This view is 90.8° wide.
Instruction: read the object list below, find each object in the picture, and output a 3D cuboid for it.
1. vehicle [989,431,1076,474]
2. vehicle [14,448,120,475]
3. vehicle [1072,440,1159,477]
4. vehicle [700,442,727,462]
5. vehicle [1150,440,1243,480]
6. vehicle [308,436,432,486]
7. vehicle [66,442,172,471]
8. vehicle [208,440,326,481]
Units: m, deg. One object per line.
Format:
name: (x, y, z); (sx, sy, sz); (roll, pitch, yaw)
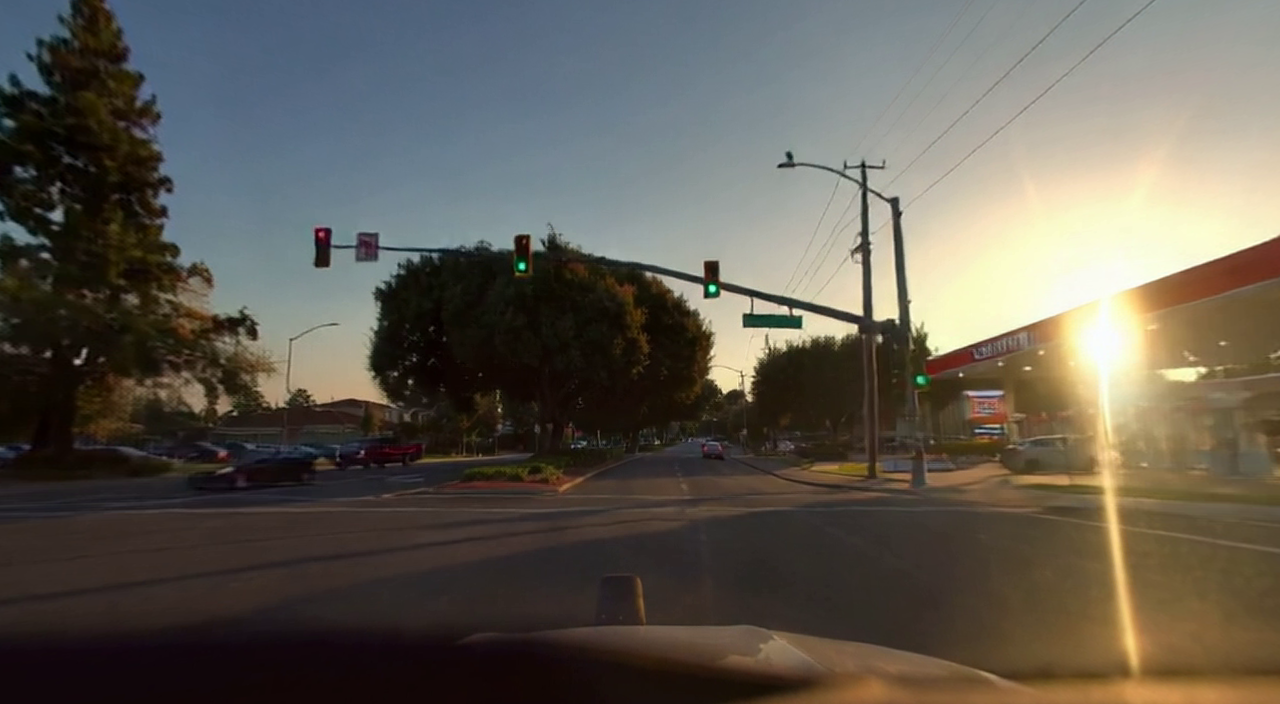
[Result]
vehicle: (17.908, 4.566, 28.731); (4.601, 1.766, 2.015); (7, -13, -42)
vehicle: (-32.542, 6.218, 35.943); (4.233, 1.434, 1.961); (-1, -9, 4)
vehicle: (20.235, 4.595, 26.811); (4.553, 1.371, 2.019); (11, -17, -42)
vehicle: (5.724, 7.869, 49.657); (1.908, 1.492, 3.977); (-1, -9, 3)
vehicle: (22.048, 4.222, 24.977); (4.329, 1.461, 1.873); (6, -11, -38)
vehicle: (-9.004, 3.674, 21.592); (2.023, 1.498, 4.605); (-1, -9, 3)
vehicle: (-32.094, 6.437, 38.997); (4.820, 1.694, 2.101); (-1, -9, 5)
vehicle: (-15.475, 4.539, 26.612); (1.989, 1.509, 4.881); (-1, -9, 0)
